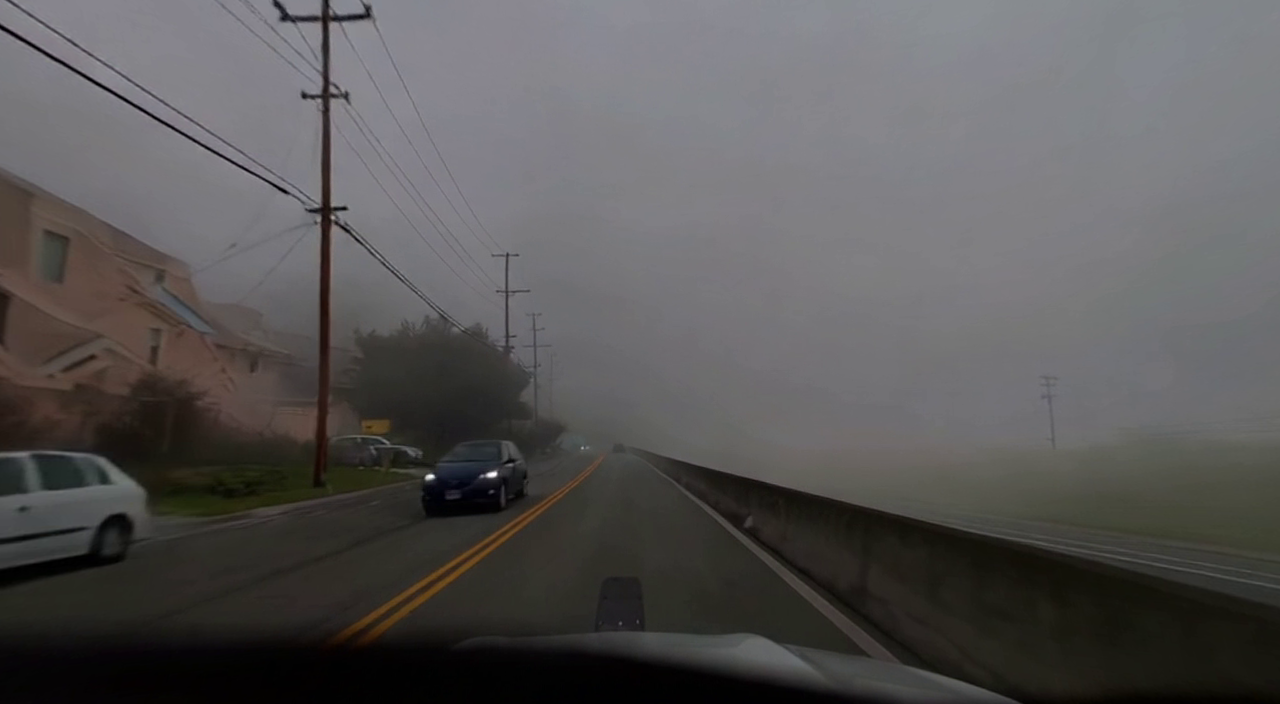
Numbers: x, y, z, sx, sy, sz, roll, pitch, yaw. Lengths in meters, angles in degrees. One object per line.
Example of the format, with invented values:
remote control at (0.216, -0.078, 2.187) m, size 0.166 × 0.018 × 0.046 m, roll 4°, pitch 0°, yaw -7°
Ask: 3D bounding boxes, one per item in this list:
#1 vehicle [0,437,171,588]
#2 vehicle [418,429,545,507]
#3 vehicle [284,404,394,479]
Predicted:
vehicle at (-7.492, 1.761, 7.181) m, size 1.744 × 1.538 × 3.331 m, roll 1°, pitch -9°, yaw -2°
vehicle at (-3.826, 2.883, 16.192) m, size 2.103 × 1.690 × 4.508 m, roll 0°, pitch -8°, yaw 0°
vehicle at (-11.919, 3.649, 25.612) m, size 2.451 × 2.641 × 5.869 m, roll 1°, pitch -9°, yaw -10°
